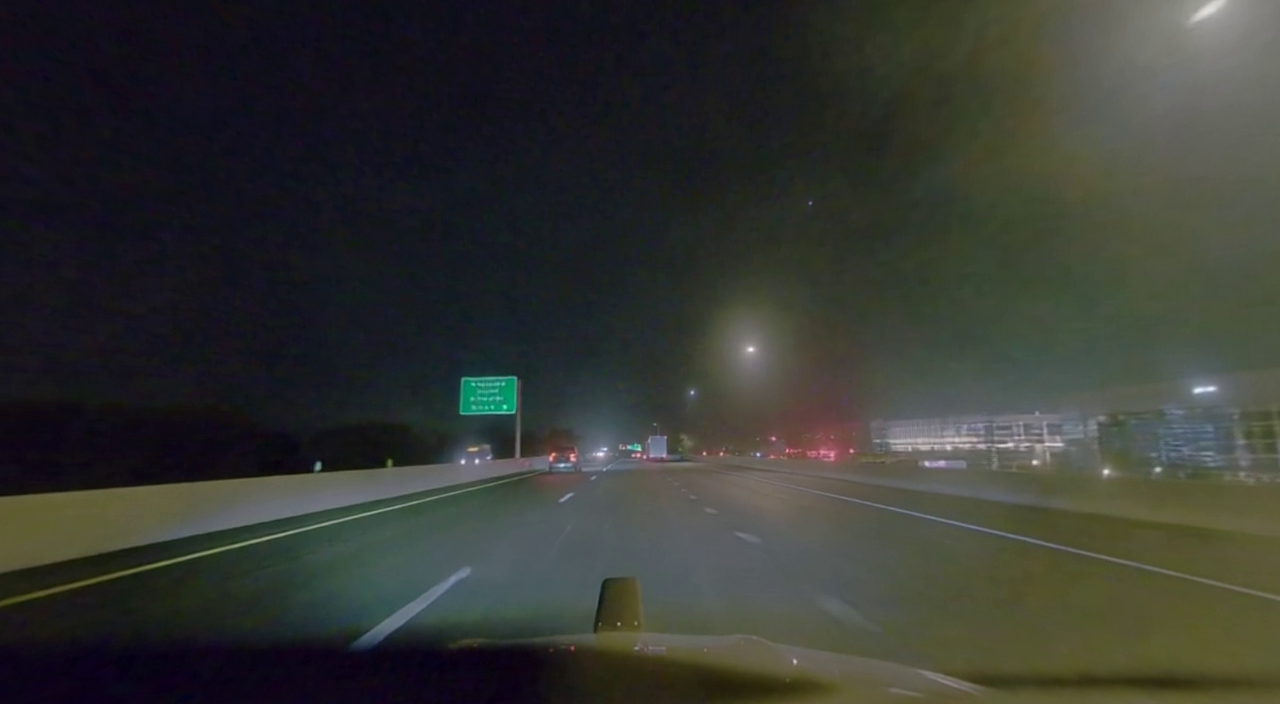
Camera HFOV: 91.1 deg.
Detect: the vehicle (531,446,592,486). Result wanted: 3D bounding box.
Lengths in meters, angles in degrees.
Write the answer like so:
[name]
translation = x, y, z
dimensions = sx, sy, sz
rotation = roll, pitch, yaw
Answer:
[vehicle]
translation = -3.264, 4.822, 26.851
dimensions = 2.100, 1.525, 4.179
rotation = 0, -9, 0
